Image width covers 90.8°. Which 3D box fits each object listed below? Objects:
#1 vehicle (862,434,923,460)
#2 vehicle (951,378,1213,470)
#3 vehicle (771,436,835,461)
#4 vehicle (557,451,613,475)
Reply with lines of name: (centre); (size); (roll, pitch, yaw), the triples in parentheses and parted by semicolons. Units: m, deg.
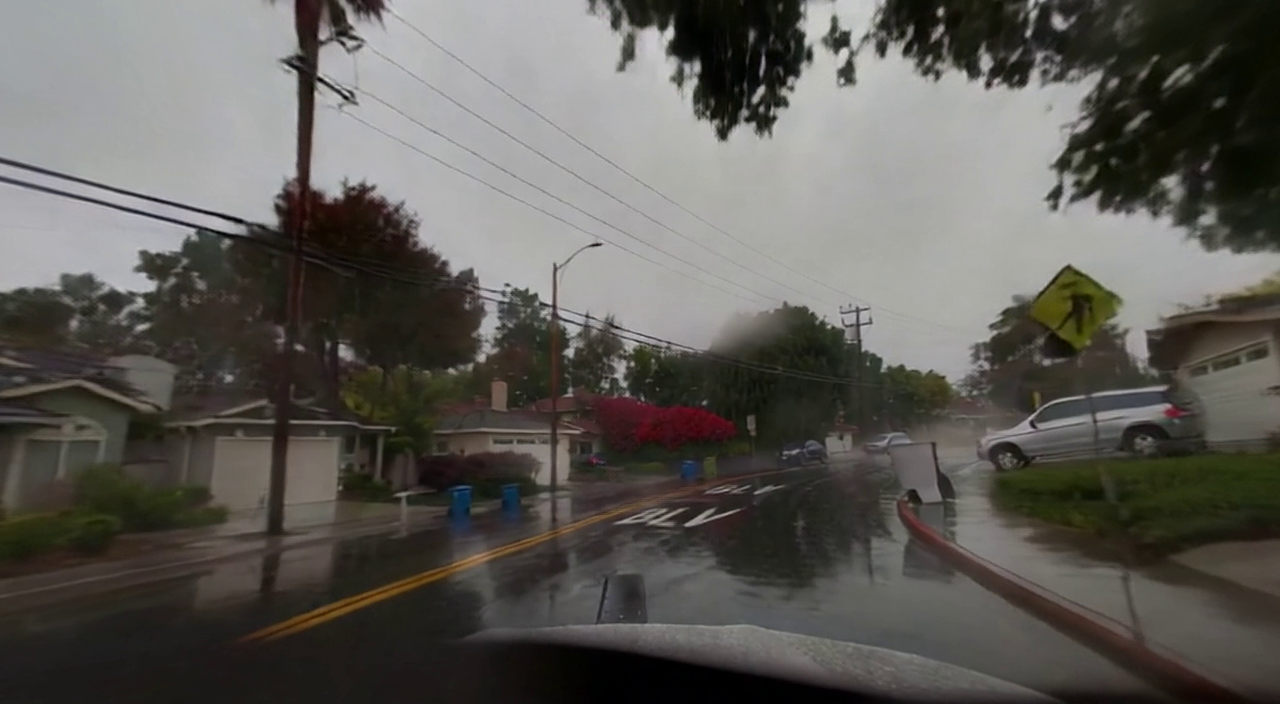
vehicle: (18.069, 6.834, 45.178); (4.463, 1.726, 2.056); (8, -14, -40)
vehicle: (10.797, 1.896, 15.998); (5.011, 2.014, 2.056); (-5, -10, 29)
vehicle: (12.349, 7.339, 48.196); (2.155, 1.802, 4.758); (4, -9, -25)
vehicle: (-3.791, 7.526, 42.993); (3.697, 1.489, 1.842); (-8, -11, 44)
